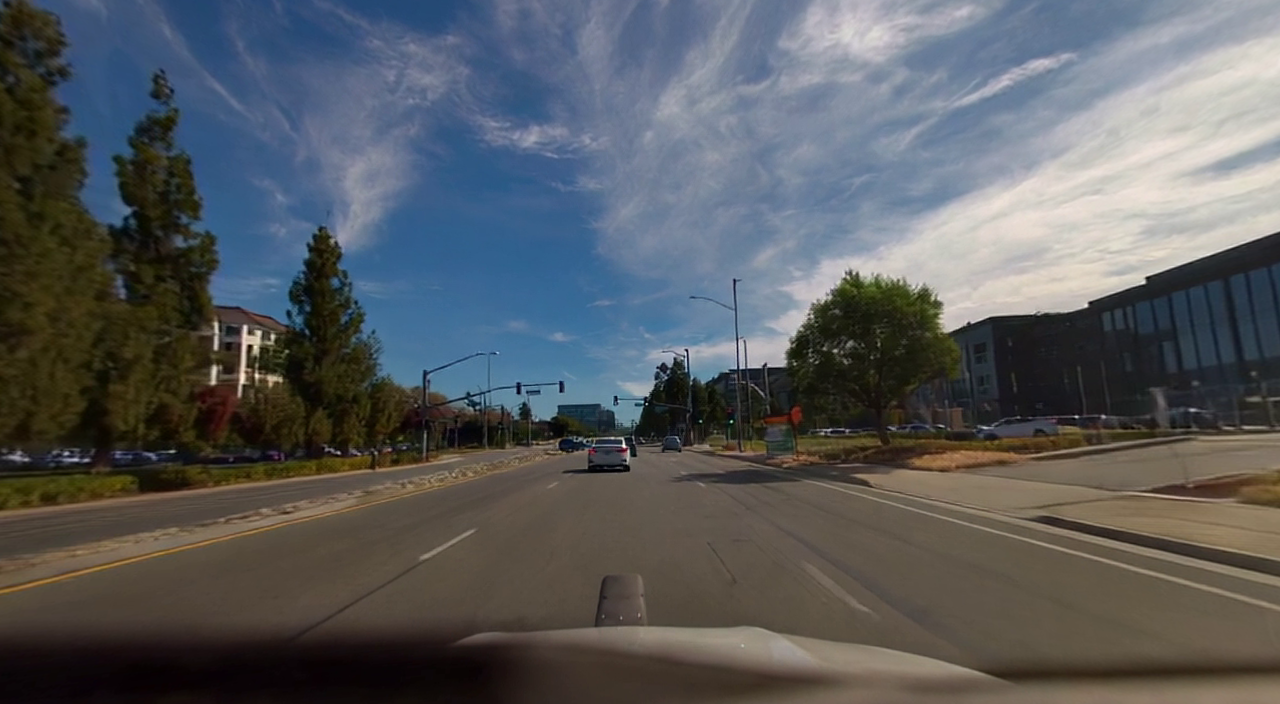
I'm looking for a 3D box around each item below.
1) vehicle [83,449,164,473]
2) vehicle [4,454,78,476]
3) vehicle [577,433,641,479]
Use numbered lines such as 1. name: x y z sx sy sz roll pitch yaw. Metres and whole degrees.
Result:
1. vehicle: -38.705 8.144 47.467 2.026 1.701 4.536 -1 -8 4
2. vehicle: -44.481 8.386 47.007 1.768 1.441 3.832 0 -8 -1
3. vehicle: -1.030 3.691 22.632 2.075 1.470 3.962 0 -8 -1
